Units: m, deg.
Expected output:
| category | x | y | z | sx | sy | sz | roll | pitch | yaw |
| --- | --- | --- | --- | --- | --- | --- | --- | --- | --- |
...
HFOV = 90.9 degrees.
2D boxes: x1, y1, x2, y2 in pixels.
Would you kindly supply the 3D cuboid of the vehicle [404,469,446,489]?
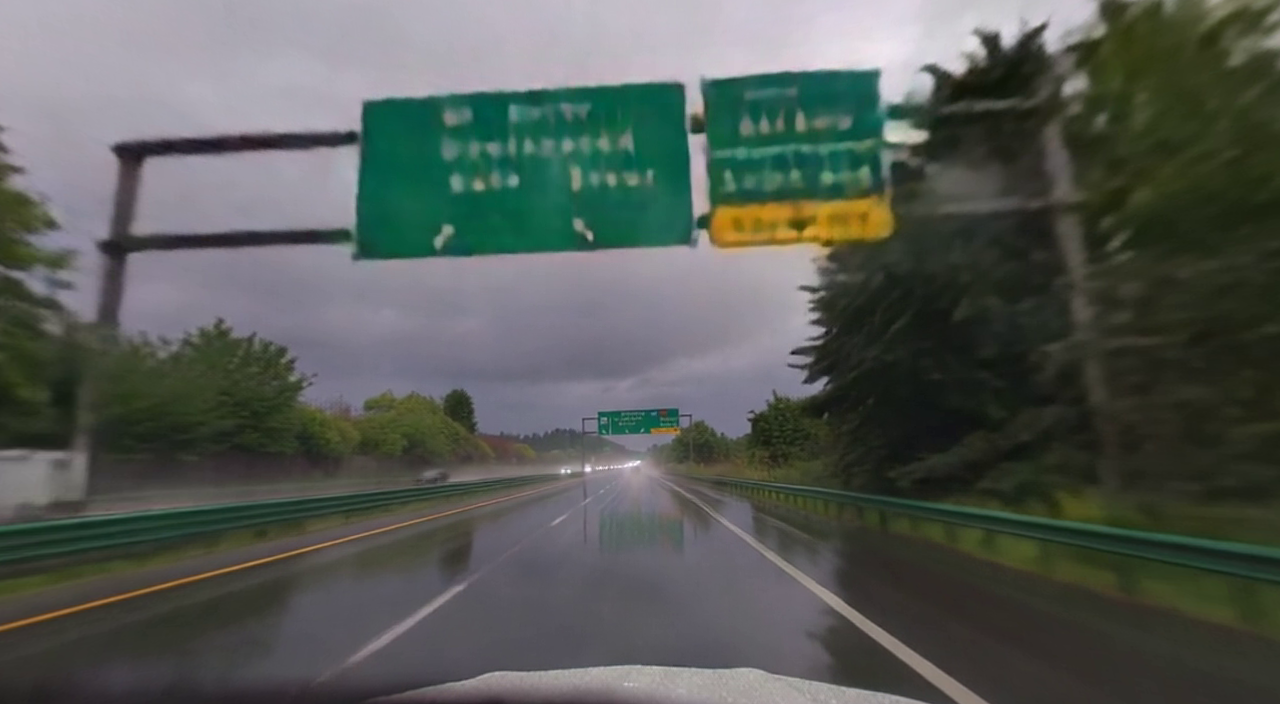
| category | x | y | z | sx | sy | sz | roll | pitch | yaw |
| --- | --- | --- | --- | --- | --- | --- | --- | --- | --- |
| vehicle | -16.439 | 9.704 | 48.380 | 1.807 | 1.428 | 3.938 | 1 | -11 | 1 |
